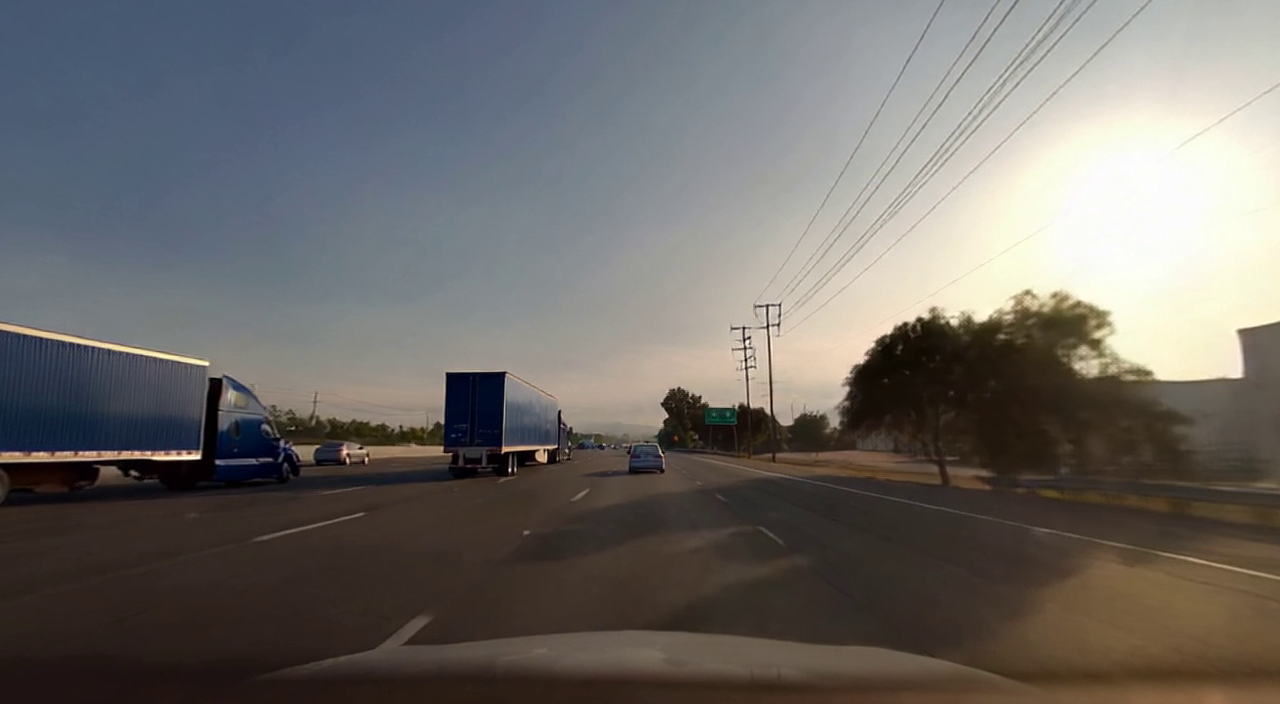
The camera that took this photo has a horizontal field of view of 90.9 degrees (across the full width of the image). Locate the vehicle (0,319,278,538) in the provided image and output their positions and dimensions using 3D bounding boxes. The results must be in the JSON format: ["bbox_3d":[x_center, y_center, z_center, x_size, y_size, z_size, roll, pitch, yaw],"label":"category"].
[{"bbox_3d":[-10.701,1.405,11.080,2.896,3.140,9.491,0,-8,1],"label":"vehicle"}]

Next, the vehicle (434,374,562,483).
[{"bbox_3d":[-6.309,4.012,31.553,2.907,4.081,15.311,0,-8,0],"label":"vehicle"}]

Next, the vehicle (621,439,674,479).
[{"bbox_3d":[0.293,4.471,26.579,2.055,1.514,4.323,0,-8,0],"label":"vehicle"}]

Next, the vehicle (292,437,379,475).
[{"bbox_3d":[-14.667,5.017,30.727,1.938,1.679,4.469,0,-8,1],"label":"vehicle"}]
